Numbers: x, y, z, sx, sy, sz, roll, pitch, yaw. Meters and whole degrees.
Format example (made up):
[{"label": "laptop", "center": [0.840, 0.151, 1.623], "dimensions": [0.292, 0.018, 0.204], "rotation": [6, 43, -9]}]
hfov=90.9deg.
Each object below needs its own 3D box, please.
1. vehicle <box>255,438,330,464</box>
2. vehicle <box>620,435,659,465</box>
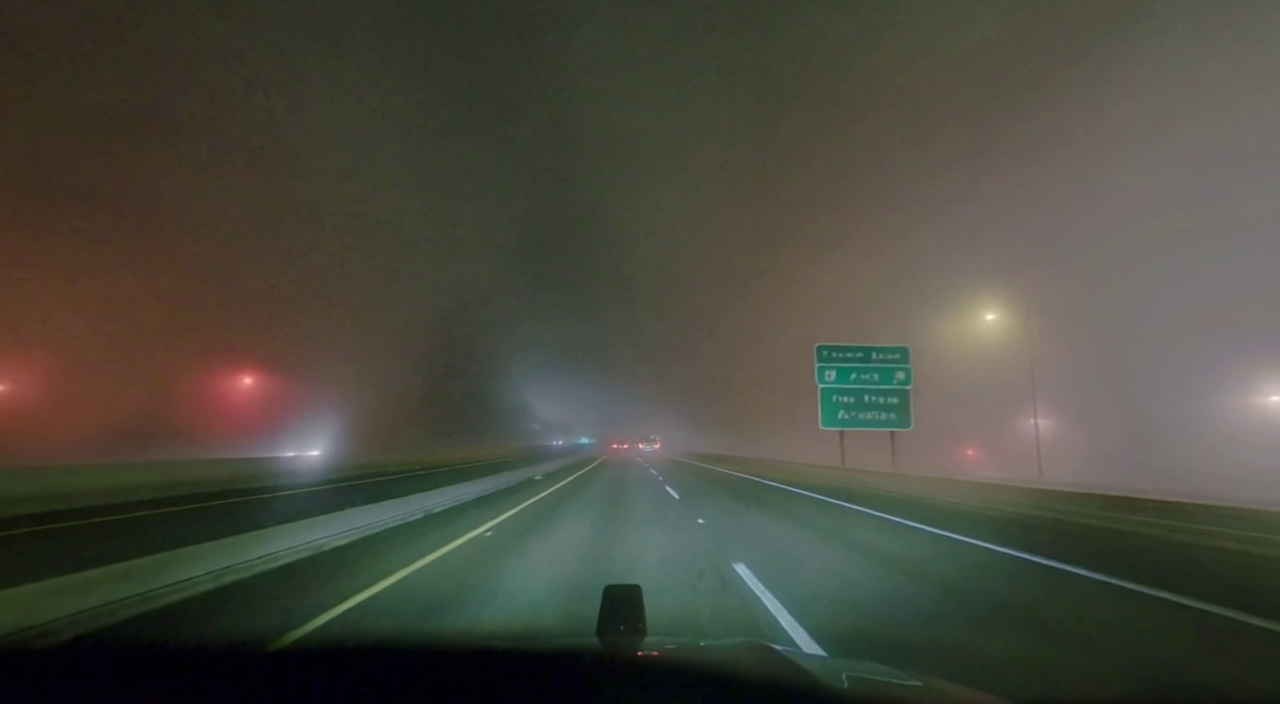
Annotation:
[{"label": "vehicle", "center": [-21.293, 6.093, 38.897], "dimensions": [1.977, 1.487, 4.720], "rotation": [0, -9, -1]}, {"label": "vehicle", "center": [-0.104, 6.615, 42.653], "dimensions": [2.431, 1.916, 4.808], "rotation": [0, -8, -3]}]
